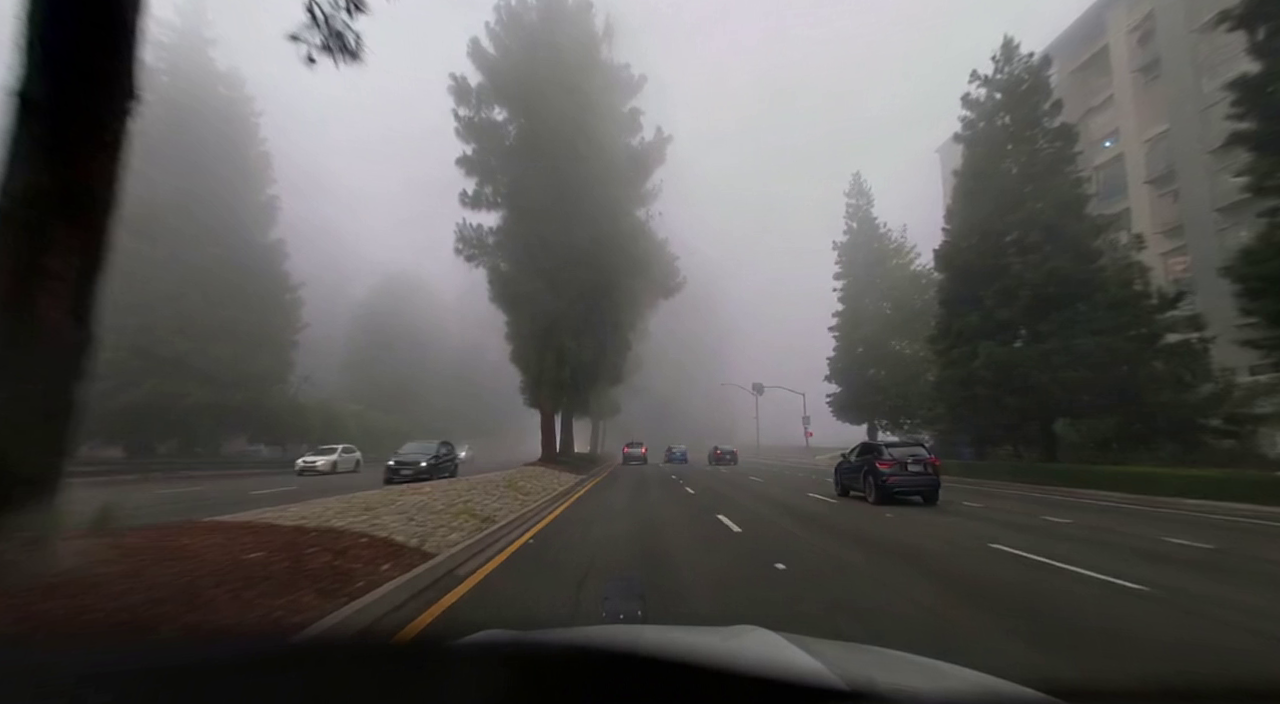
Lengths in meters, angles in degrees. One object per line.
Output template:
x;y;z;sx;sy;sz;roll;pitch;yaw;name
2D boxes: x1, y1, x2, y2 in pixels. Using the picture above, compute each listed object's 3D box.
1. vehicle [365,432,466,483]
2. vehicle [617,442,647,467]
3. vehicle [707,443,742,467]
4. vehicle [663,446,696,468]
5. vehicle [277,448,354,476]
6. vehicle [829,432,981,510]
-8.741;4.148;25.108;2.123;1.782;4.622;0;-9;2;vehicle
-0.606;7.643;47.341;2.146;1.800;4.042;0;-9;-1;vehicle
6.099;7.487;46.004;1.931;1.685;4.054;0;-9;-2;vehicle
2.793;7.517;45.537;1.930;1.483;4.471;1;-9;-2;vehicle
-18.266;6.173;35.800;1.817;1.423;4.477;0;-9;2;vehicle
6.674;3.028;16.554;1.987;1.730;4.373;0;-9;-1;vehicle
